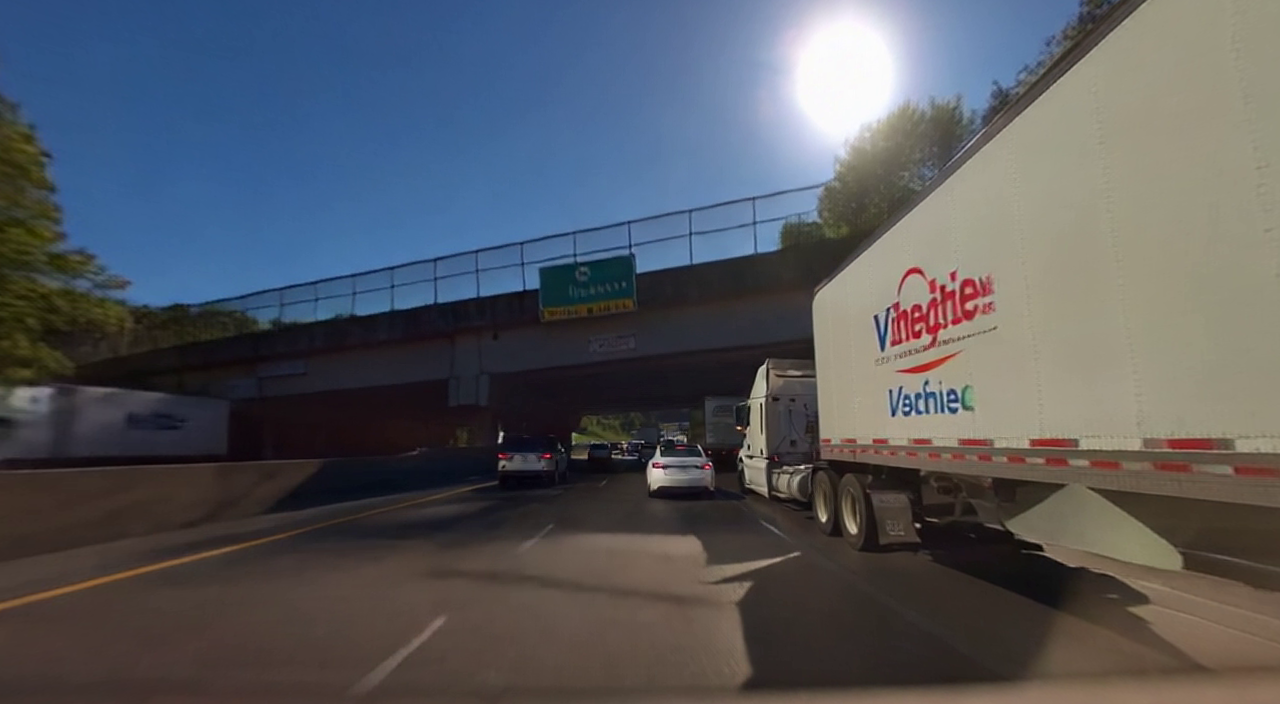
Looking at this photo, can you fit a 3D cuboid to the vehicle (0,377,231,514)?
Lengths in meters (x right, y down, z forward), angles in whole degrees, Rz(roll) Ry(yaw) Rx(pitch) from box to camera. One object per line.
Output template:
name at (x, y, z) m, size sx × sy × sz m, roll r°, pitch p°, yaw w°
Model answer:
vehicle at (-14.753, 2.447, 16.929) m, size 2.621 × 2.896 × 7.092 m, roll 0°, pitch -8°, yaw 1°

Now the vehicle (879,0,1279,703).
vehicle at (4.515, 0.010, 4.793) m, size 2.981 × 3.988 × 6.053 m, roll 0°, pitch -8°, yaw 1°

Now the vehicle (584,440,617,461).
vehicle at (-3.057, 7.699, 49.645) m, size 2.181 × 1.538 × 4.169 m, roll 0°, pitch -8°, yaw 2°

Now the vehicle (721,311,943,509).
vehicle at (4.837, 2.123, 20.161) m, size 2.883 × 4.070 × 14.423 m, roll 0°, pitch -8°, yaw 1°

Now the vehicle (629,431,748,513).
vehicle at (0.894, 2.526, 13.854) m, size 2.200 × 1.495 × 4.282 m, roll 0°, pitch -8°, yaw 0°

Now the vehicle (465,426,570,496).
vehicle at (-3.313, 3.032, 18.043) m, size 2.006 × 1.729 × 4.447 m, roll 0°, pitch -8°, yaw 2°
